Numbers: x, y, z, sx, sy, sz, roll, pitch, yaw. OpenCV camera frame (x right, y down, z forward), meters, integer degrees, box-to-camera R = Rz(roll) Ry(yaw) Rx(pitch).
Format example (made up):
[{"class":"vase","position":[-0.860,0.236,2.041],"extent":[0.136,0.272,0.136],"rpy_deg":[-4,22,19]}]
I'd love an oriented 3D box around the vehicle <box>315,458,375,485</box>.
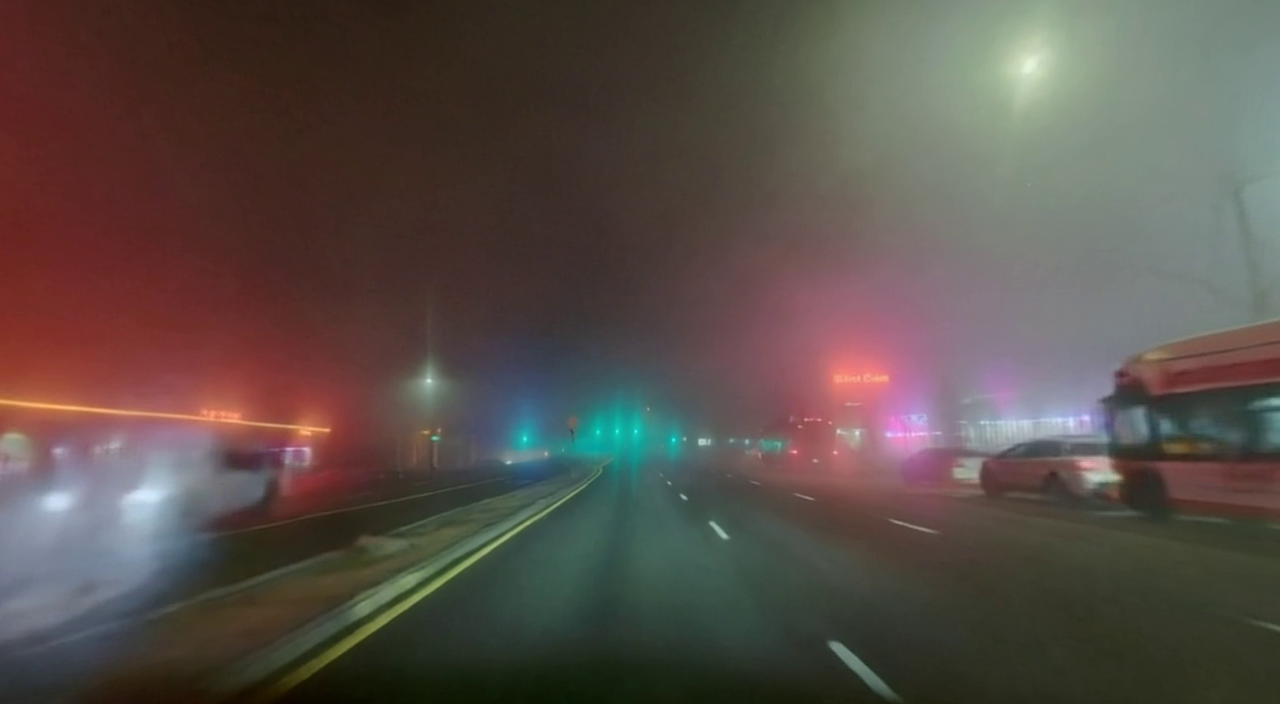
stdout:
[{"class":"vehicle","position":[-19.552,7.927,42.138],"extent":[1.984,1.578,4.507],"rpy_deg":[-1,-8,-2]}]

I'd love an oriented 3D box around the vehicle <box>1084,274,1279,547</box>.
[{"class":"vehicle","position":[9.966,0.697,7.857],"extent":[2.897,3.584,7.857],"rpy_deg":[0,-9,-2]}]

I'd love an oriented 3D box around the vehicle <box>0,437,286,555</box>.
[{"class":"vehicle","position":[-8.873,2.418,11.506],"extent":[1.939,1.643,4.975],"rpy_deg":[0,-8,0]}]

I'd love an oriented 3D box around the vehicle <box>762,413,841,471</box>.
[{"class":"vehicle","position":[9.792,5.619,39.184],"extent":[2.923,3.249,6.993],"rpy_deg":[0,-8,0]}]

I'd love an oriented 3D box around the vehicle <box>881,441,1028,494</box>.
[{"class":"vehicle","position":[10.021,3.692,20.718],"extent":[2.023,1.494,5.029],"rpy_deg":[0,-8,-3]}]
